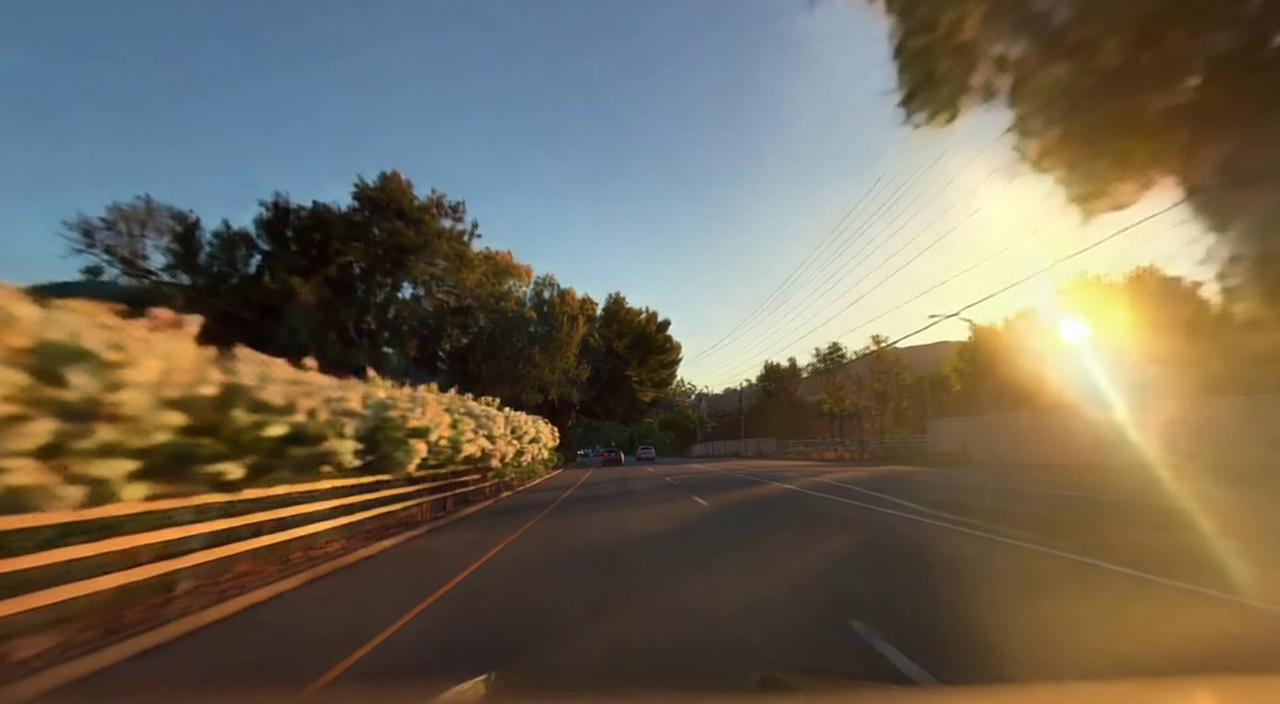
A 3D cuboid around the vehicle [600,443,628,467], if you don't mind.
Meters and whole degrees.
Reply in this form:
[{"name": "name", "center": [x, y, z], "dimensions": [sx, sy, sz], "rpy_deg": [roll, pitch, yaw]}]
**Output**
[{"name": "vehicle", "center": [-1.935, 7.520, 46.200], "dimensions": [2.005, 1.633, 4.044], "rpy_deg": [0, -9, -3]}]
